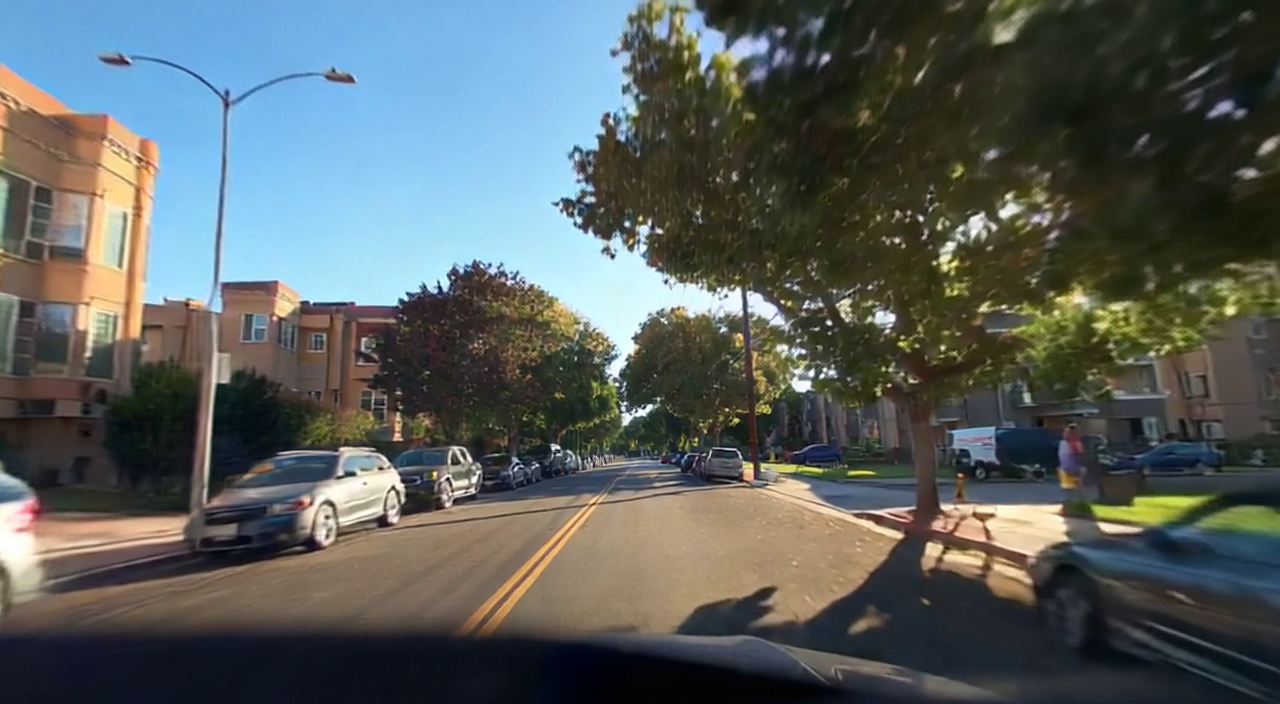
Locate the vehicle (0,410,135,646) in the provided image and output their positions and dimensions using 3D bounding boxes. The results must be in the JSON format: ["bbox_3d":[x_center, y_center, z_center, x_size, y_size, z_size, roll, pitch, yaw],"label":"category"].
[{"bbox_3d":[-6.190,1.303,3.935,2.056,1.876,4.824,-2,-8,0],"label":"vehicle"}]

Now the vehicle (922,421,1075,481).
[{"bbox_3d":[14.028,3.964,25.313,2.229,2.040,6.832,0,-9,1],"label":"vehicle"}]

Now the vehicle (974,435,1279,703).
[{"bbox_3d":[3.800,1.135,3.059,1.901,1.439,4.131,0,-9,-3],"label":"vehicle"}]

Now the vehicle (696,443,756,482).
[{"bbox_3d":[4.074,5.311,30.541,2.328,1.730,4.225,0,-9,0],"label":"vehicle"}]

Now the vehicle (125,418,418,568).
[{"bbox_3d":[-6.219,2.498,11.758,2.120,1.989,5.616,-3,-10,0],"label":"vehicle"}]

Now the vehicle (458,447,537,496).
[{"bbox_3d":[-6.003,5.053,27.069,2.247,1.698,4.944,-4,-8,-1],"label":"vehicle"}]
